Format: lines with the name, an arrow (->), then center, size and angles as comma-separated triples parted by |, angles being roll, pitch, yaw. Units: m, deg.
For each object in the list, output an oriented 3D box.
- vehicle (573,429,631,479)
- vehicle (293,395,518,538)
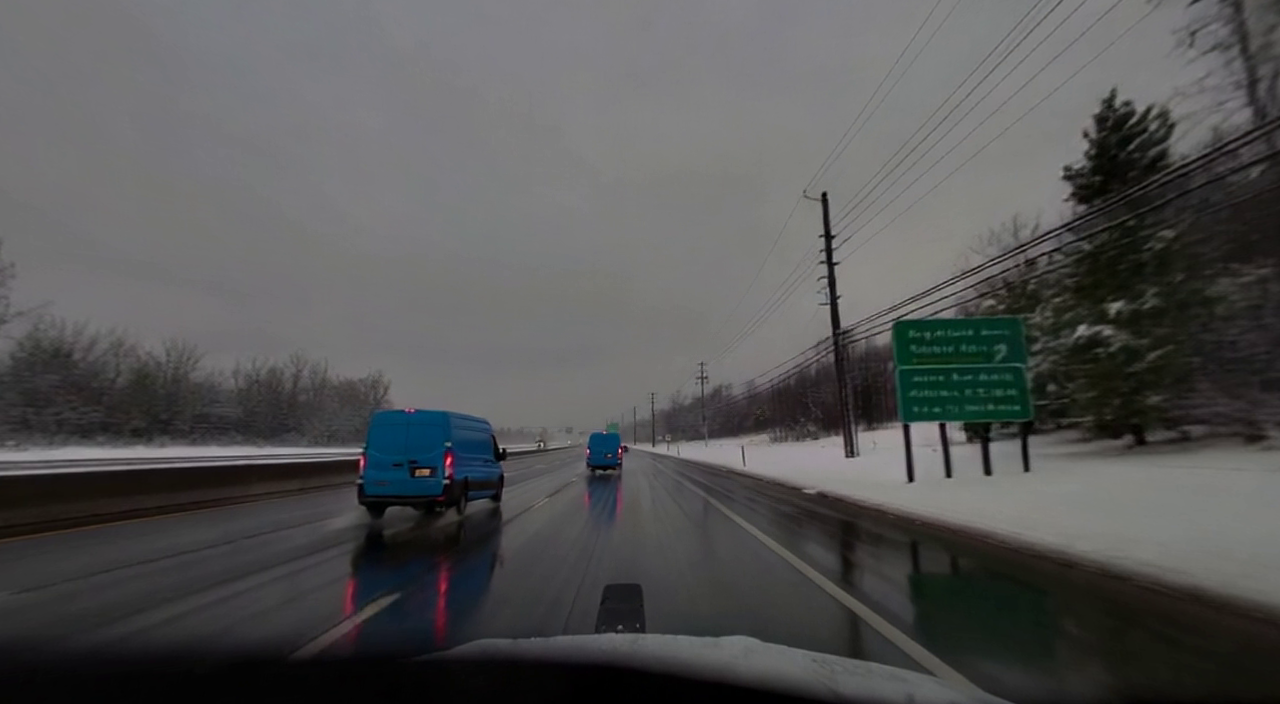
vehicle -> -1.579, 4.557, 28.315 | 2.197, 2.011, 5.130 | 0, -9, 1
vehicle -> -3.809, 2.006, 11.509 | 2.145, 2.010, 4.980 | 0, -9, 0
